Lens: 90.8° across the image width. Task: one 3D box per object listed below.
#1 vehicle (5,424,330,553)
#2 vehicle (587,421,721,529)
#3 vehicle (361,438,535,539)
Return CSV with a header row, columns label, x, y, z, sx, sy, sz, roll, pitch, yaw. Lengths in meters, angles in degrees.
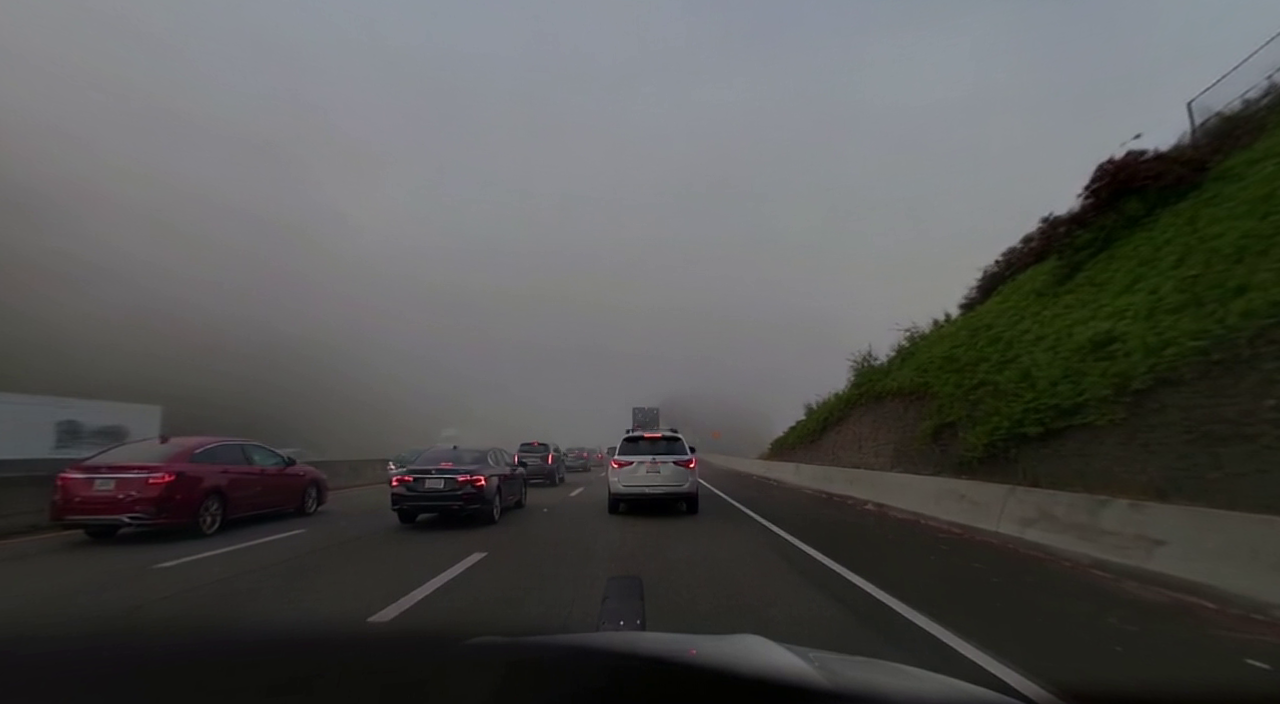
label,x,y,z,sx,sy,sz,roll,pitch,yaw
vehicle,-7.473,2.187,10.792,1.986,1.700,4.558,0,-9,0
vehicle,0.199,2.457,13.172,2.210,1.760,5.303,0,-9,-1
vehicle,-3.258,2.385,11.629,1.917,1.506,3.949,0,-9,1
